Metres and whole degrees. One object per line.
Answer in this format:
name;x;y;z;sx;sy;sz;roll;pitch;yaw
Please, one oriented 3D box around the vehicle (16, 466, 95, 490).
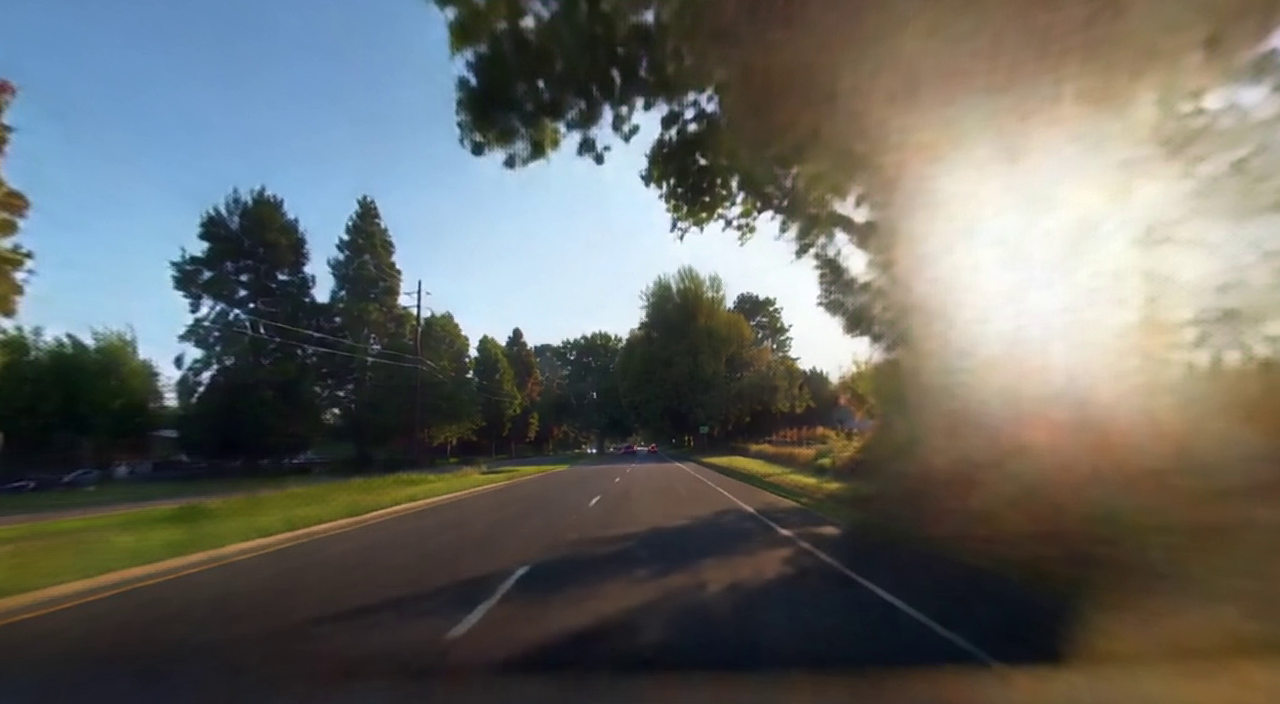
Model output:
vehicle;-42.846;9.241;46.310;1.724;1.514;3.874;-1;-9;8
